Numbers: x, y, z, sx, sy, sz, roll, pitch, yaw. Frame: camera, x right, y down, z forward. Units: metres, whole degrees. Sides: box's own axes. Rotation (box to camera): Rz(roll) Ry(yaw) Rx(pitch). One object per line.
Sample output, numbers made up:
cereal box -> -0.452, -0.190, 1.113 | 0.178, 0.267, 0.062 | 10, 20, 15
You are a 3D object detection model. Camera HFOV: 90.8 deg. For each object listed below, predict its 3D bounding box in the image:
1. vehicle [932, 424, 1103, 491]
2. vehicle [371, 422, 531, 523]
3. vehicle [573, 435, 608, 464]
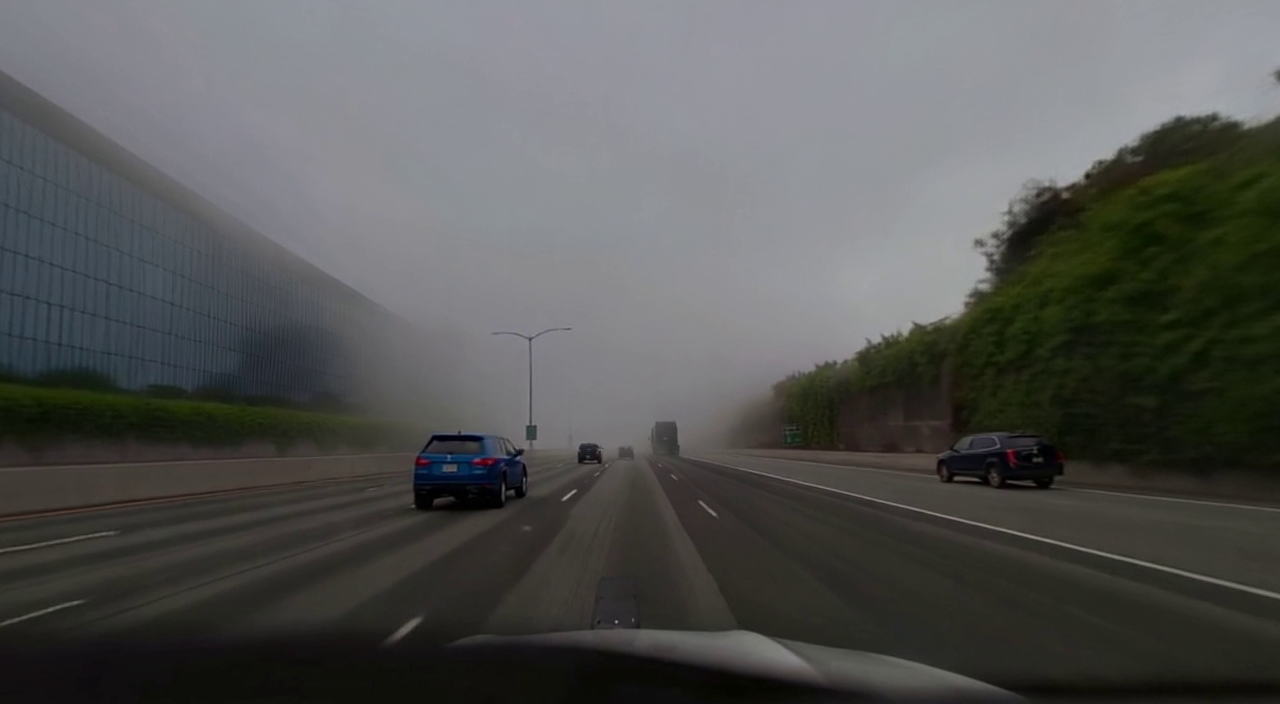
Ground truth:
vehicle -> 11.444, 3.267, 19.756 | 2.089, 1.787, 5.080 | 0, -9, -2
vehicle -> -3.615, 2.406, 13.054 | 2.039, 1.710, 4.237 | 0, -9, -1
vehicle -> -3.646, 7.346, 47.720 | 2.284, 2.022, 5.752 | 0, -9, -1
